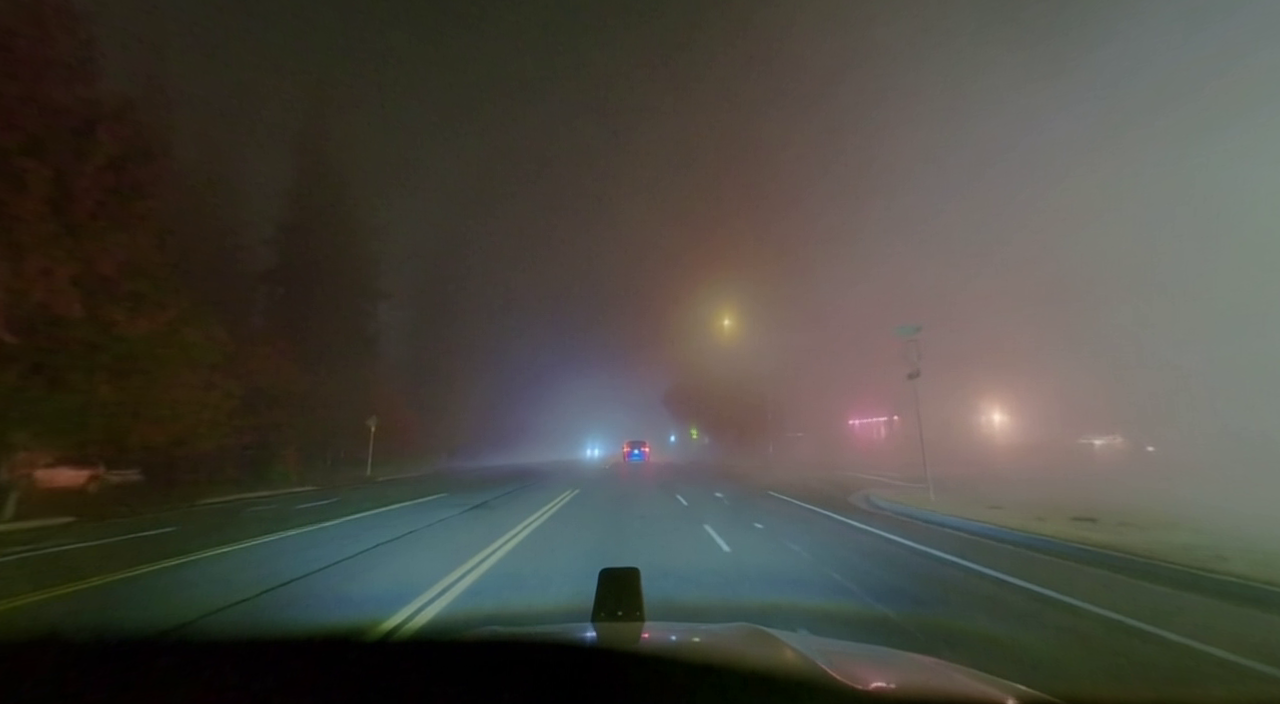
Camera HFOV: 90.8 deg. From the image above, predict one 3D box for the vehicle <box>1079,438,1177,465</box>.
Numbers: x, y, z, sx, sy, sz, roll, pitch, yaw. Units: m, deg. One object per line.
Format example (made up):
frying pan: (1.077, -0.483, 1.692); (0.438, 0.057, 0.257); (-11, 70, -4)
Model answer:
vehicle: (28.596, 5.827, 37.085); (4.359, 1.479, 1.890); (1, -9, -7)

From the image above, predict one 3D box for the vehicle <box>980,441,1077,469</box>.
vehicle: (22.180, 5.876, 36.185); (4.218, 1.505, 2.169); (1, -9, -8)

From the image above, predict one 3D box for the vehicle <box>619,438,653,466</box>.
vehicle: (-0.271, 6.854, 43.324); (2.230, 1.827, 4.298); (0, -9, -1)

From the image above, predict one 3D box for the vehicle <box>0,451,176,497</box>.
vehicle: (-19.861, 4.316, 22.569); (4.818, 1.506, 2.289); (-1, -9, 4)
